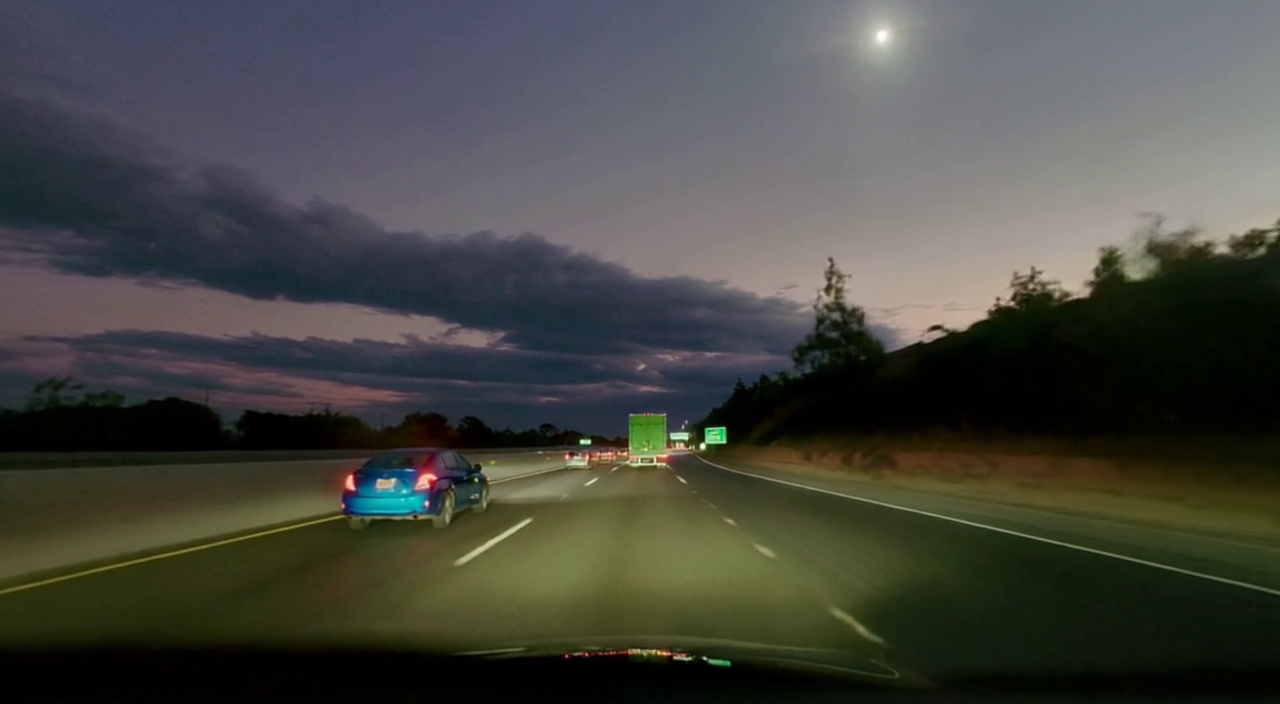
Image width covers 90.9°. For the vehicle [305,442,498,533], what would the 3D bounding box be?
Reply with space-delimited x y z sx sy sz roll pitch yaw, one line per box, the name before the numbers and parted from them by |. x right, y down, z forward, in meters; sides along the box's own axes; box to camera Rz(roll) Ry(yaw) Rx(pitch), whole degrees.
vehicle | -4.378 2.546 12.457 2.010 1.461 4.391 0 -9 1

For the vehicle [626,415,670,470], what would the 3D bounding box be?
vehicle | 0.498 6.662 46.081 2.893 3.628 9.081 0 -9 0

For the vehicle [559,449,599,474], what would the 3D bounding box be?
vehicle | -3.755 6.838 39.551 1.981 1.435 4.199 0 -9 1
